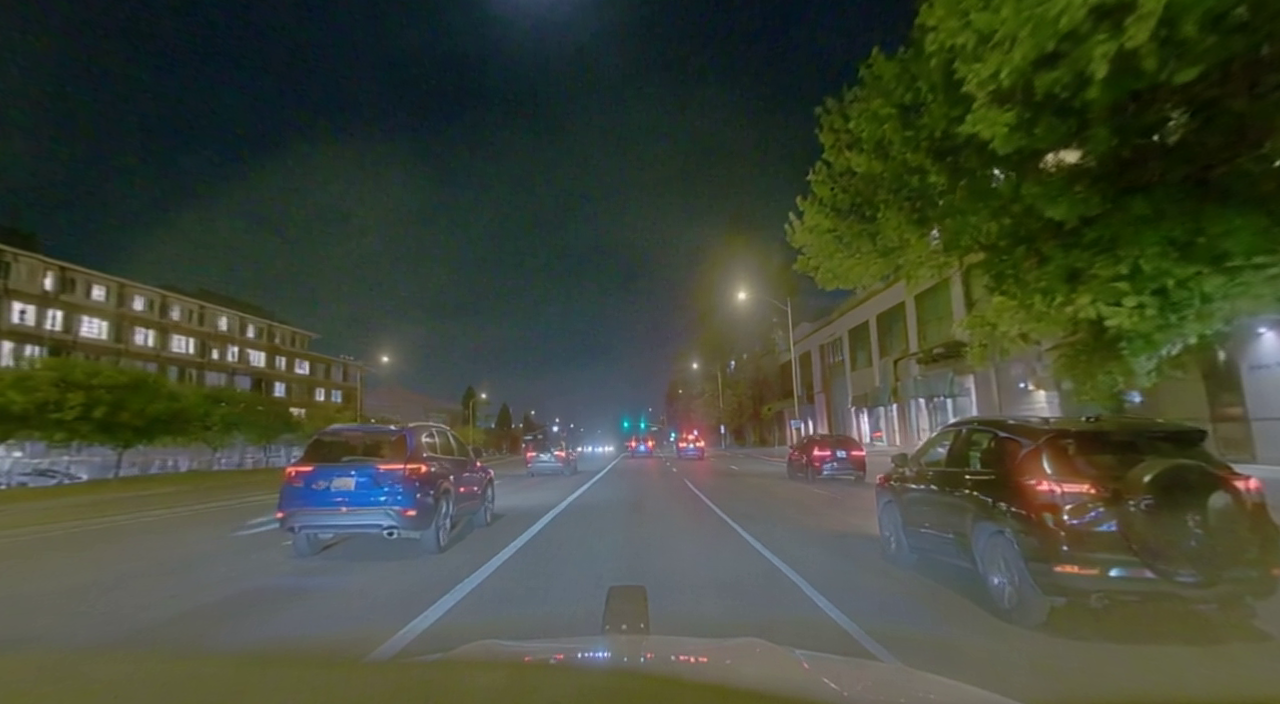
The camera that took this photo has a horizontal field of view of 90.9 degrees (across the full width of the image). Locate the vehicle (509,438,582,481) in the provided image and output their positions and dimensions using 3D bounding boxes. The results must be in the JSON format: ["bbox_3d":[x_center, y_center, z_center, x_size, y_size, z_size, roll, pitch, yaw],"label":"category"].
[{"bbox_3d":[-3.427,3.991,23.648,2.036,1.465,4.301,0,-9,1],"label":"vehicle"}]

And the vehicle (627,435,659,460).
[{"bbox_3d":[0.187,7.278,47.956,2.304,1.795,4.526,0,-9,-1],"label":"vehicle"}]

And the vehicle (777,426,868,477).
[{"bbox_3d":[6.922,3.843,24.475,2.076,1.793,4.464,0,-9,-1],"label":"vehicle"}]

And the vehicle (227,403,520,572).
[{"bbox_3d":[-3.177,1.733,8.768,2.141,1.719,4.379,0,-9,0],"label":"vehicle"}]

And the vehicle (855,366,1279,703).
[{"bbox_3d":[3.612,1.235,5.408,2.088,1.666,4.512,-1,-9,3],"label":"vehicle"}]

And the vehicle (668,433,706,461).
[{"bbox_3d":[3.190,6.596,43.582,2.178,1.804,4.766,0,-9,-1],"label":"vehicle"}]

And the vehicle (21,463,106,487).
[{"bbox_3d":[-45.423,9.669,49.802,1.983,1.679,4.833,-1,-9,4],"label":"vehicle"}]
